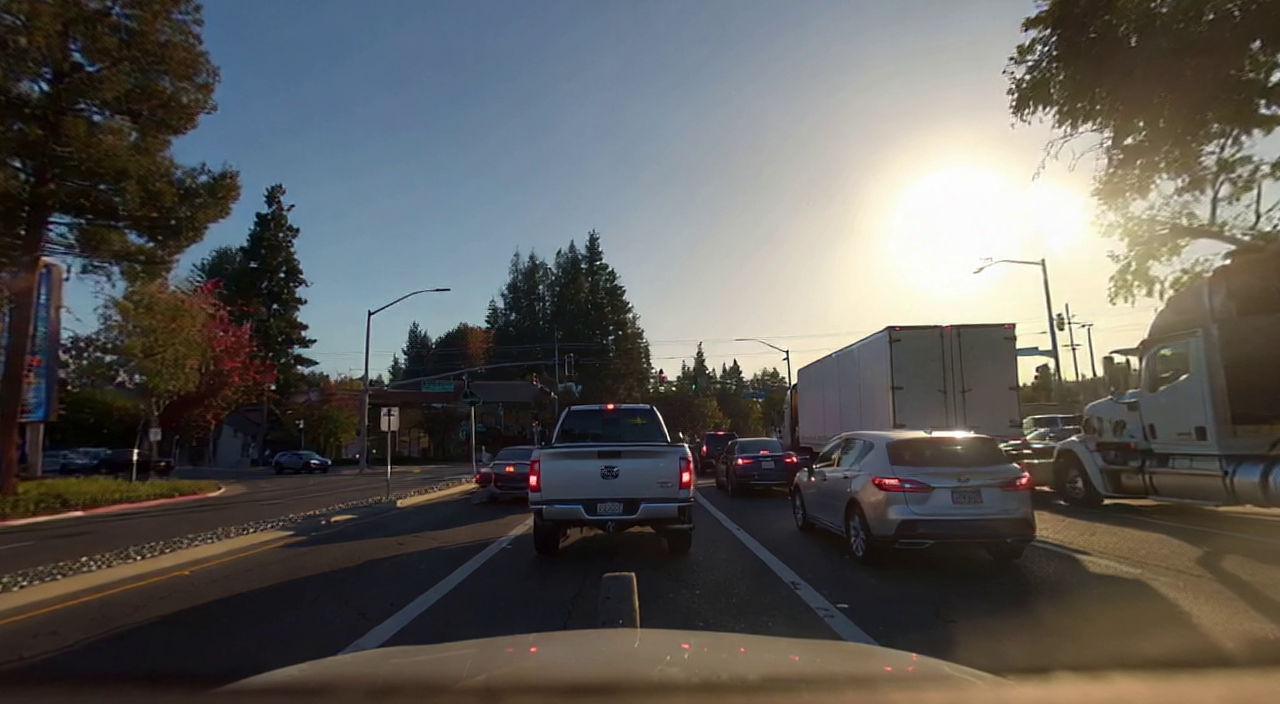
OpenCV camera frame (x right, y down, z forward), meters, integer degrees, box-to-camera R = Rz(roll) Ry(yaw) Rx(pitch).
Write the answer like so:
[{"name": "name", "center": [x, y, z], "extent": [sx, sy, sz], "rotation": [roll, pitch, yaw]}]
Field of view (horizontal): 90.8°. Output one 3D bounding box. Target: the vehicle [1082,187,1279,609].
[{"name": "vehicle", "center": [6.526, 0.107, 3.358], "extent": [2.802, 3.322, 7.429], "rotation": [0, -9, -1]}]

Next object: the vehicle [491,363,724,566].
[{"name": "vehicle", "center": [-0.362, 1.596, 9.459], "extent": [2.499, 2.183, 5.111], "rotation": [0, -9, 0]}]

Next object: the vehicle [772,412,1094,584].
[{"name": "vehicle", "center": [3.254, 1.737, 8.437], "extent": [1.905, 1.587, 4.998], "rotation": [0, -9, 0]}]

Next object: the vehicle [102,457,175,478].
[{"name": "vehicle", "center": [-38.151, 8.790, 48.130], "extent": [4.150, 1.474, 1.826], "rotation": [-1, -9, 6]}]

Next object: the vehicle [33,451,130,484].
[{"name": "vehicle", "center": [-28.571, 5.899, 32.483], "extent": [1.730, 1.534, 3.922], "rotation": [1, -9, -7]}]
